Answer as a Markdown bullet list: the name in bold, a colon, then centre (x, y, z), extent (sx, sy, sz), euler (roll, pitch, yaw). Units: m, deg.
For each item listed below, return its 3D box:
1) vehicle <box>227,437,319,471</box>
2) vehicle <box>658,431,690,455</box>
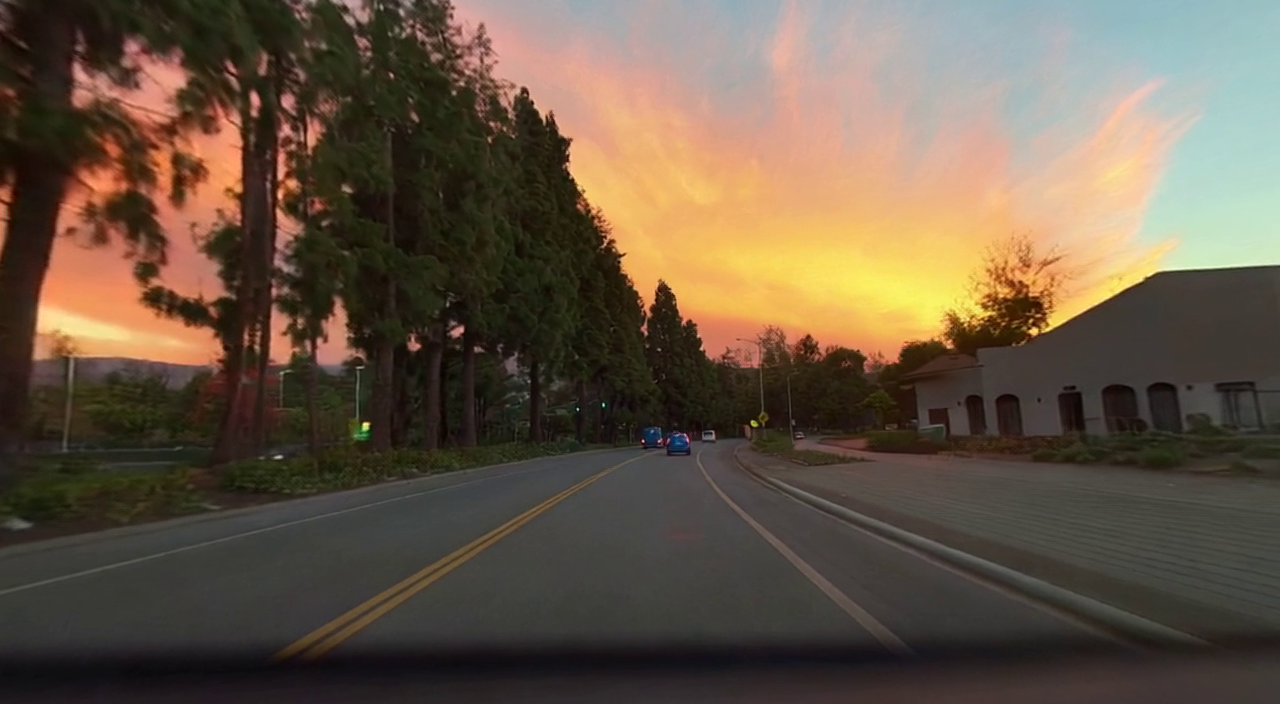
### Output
- **vehicle**: centre (-19.609, 5.464, 34.033), extent (1.941, 1.666, 4.510), euler (-1, -9, 6)
- **vehicle**: centre (2.629, 6.933, 48.155), extent (2.210, 1.737, 4.013), euler (-1, -9, 6)
